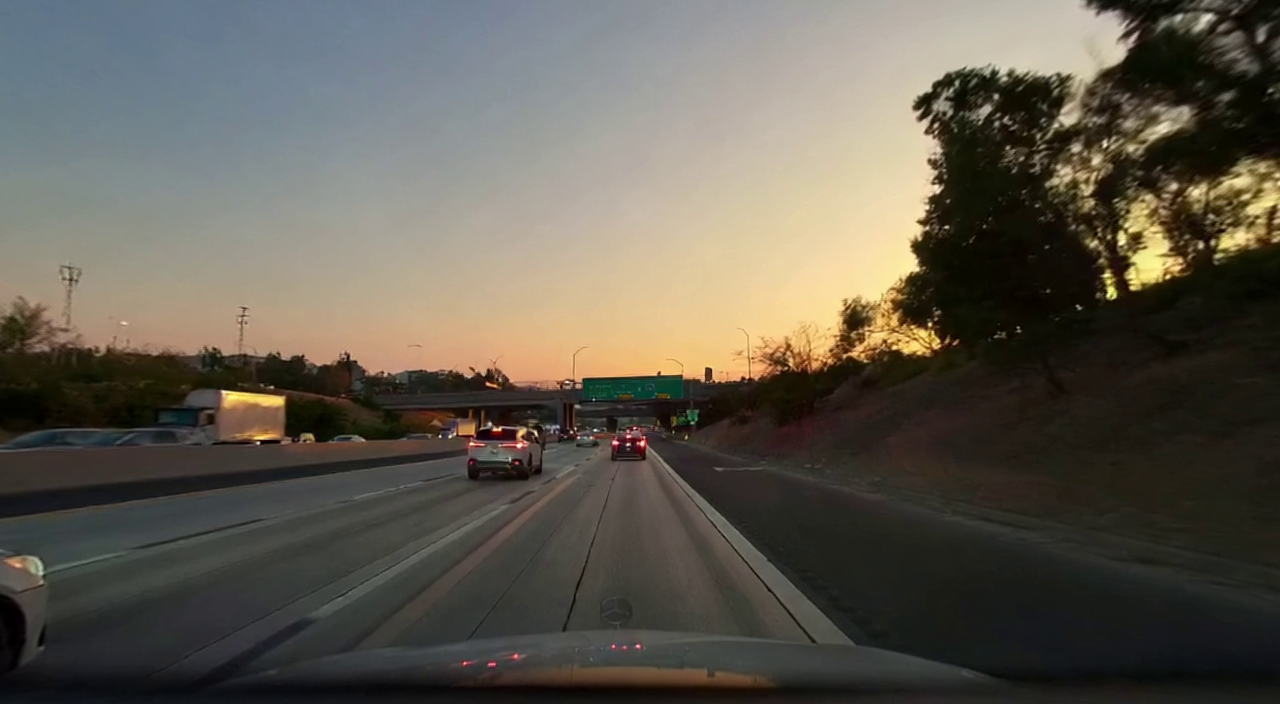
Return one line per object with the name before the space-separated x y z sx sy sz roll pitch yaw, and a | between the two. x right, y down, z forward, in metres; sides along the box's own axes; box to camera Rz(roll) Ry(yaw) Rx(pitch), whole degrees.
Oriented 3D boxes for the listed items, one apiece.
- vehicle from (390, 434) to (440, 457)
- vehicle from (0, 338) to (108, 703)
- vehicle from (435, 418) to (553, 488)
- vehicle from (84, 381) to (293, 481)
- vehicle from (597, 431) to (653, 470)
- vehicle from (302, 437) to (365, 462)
vehicle | -15.684 6.496 44.058 1.982 1.516 4.137 0 -8 1
vehicle | -3.839 0.575 1.068 2.107 1.703 4.274 0 -8 0
vehicle | -3.872 2.773 17.632 2.154 1.690 4.595 0 -8 1
vehicle | -15.994 2.912 23.071 2.656 3.091 6.666 0 -8 0
vehicle | -0.560 3.940 25.447 2.070 1.452 3.834 0 -8 0
vehicle | -19.582 6.211 40.420 1.864 1.483 4.219 0 -8 1
